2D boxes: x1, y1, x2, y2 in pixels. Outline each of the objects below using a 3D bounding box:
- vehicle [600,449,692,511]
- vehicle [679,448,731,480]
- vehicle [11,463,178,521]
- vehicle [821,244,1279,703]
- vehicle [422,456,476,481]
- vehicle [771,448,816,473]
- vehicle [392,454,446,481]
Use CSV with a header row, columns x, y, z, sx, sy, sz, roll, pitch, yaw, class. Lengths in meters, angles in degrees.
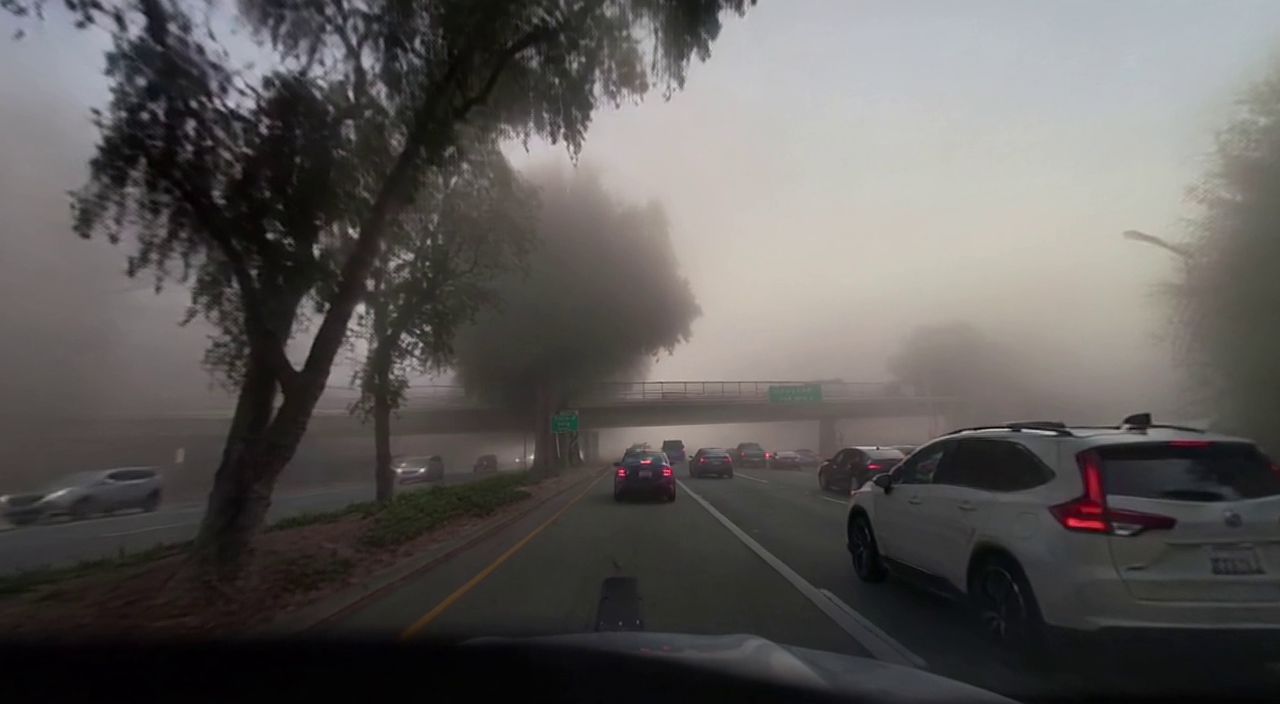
x,y,z,sx,sy,sz,roll,pitch,yaw,class
0.113,3.127,15.882,2.027,1.341,3.775,0,-9,0,vehicle
3.087,5.422,30.783,1.962,1.431,4.205,0,-9,-2,vehicle
-19.163,4.902,22.541,1.935,1.706,4.473,0,-9,0,vehicle
3.483,1.034,4.455,2.719,2.033,5.876,0,-9,1,vehicle
-12.200,7.460,40.597,1.927,1.439,4.537,0,-9,2,vehicle
9.831,6.955,40.690,1.839,1.453,3.992,0,-9,-1,vehicle
-15.774,8.243,45.374,2.026,1.800,4.854,0,-9,0,vehicle
